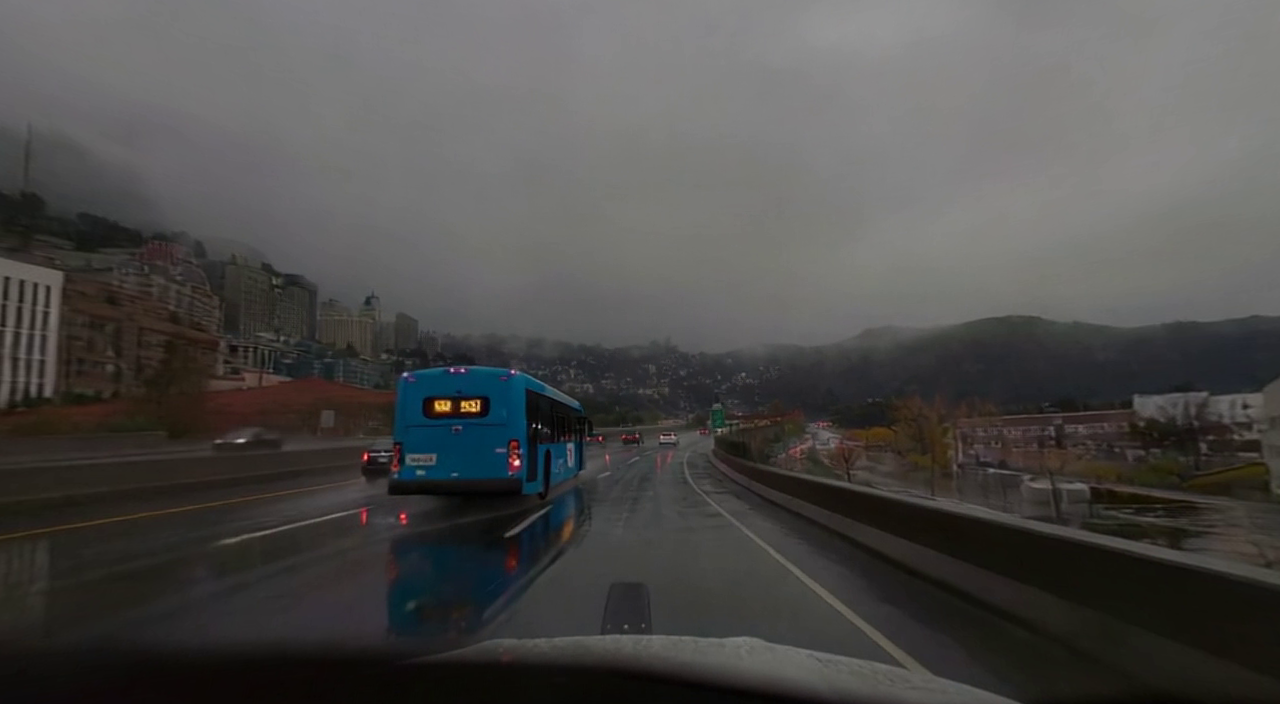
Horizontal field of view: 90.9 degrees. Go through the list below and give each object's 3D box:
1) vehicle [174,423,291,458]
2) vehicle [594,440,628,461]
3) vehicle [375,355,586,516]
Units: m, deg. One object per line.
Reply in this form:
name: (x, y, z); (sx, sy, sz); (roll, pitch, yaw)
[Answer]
vehicle: (-23.039, 5.100, 35.998); (2.250, 1.799, 5.791); (-2, -9, 8)
vehicle: (-2.104, 7.399, 47.334); (1.928, 1.455, 4.361); (-1, -9, 5)
vehicle: (-3.320, 2.160, 15.974); (2.888, 2.944, 8.373); (1, -8, 2)
